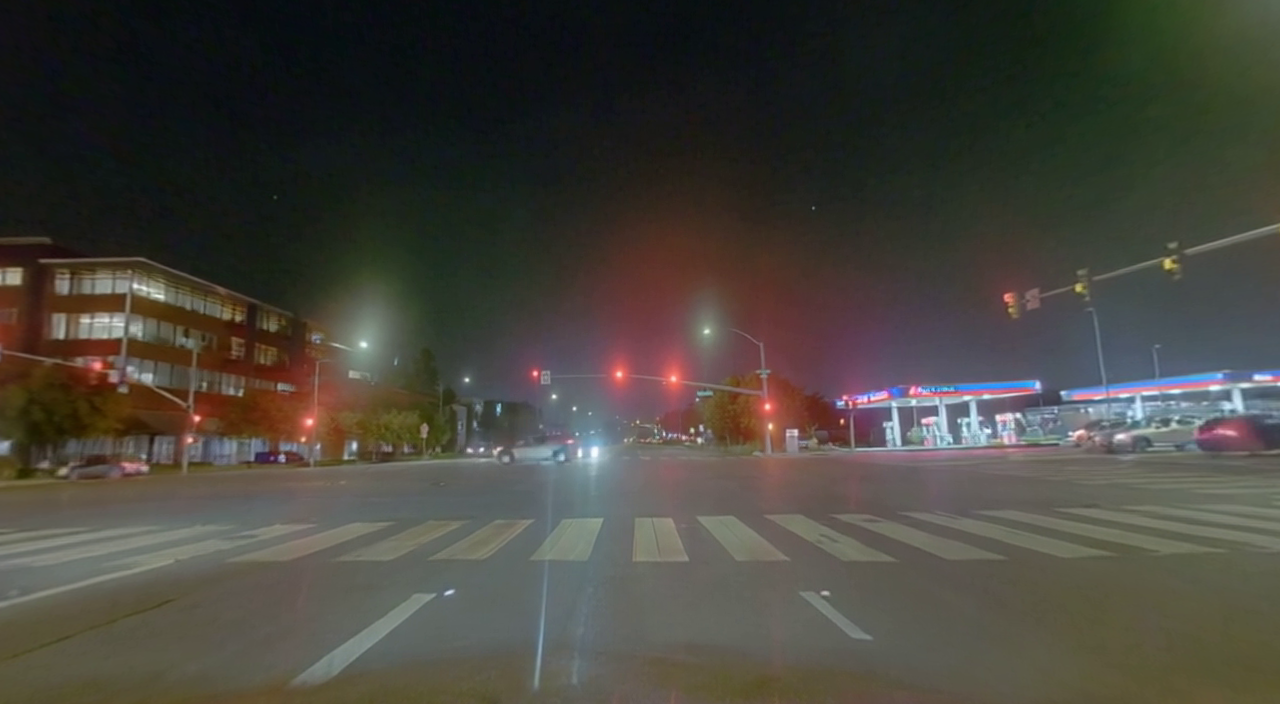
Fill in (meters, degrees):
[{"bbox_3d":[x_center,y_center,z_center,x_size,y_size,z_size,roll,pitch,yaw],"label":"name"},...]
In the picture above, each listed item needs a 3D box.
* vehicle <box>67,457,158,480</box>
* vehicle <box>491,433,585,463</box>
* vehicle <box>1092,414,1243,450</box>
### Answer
[{"bbox_3d":[-36.240,7.990,43.287,4.737,1.479,1.831,-1,-8,3],"label":"vehicle"},{"bbox_3d":[-6.739,6.398,41.858,5.789,1.893,2.169,-1,-8,4],"label":"vehicle"},{"bbox_3d":[22.776,3.507,27.310,4.696,1.483,1.898,-1,-8,3],"label":"vehicle"}]
